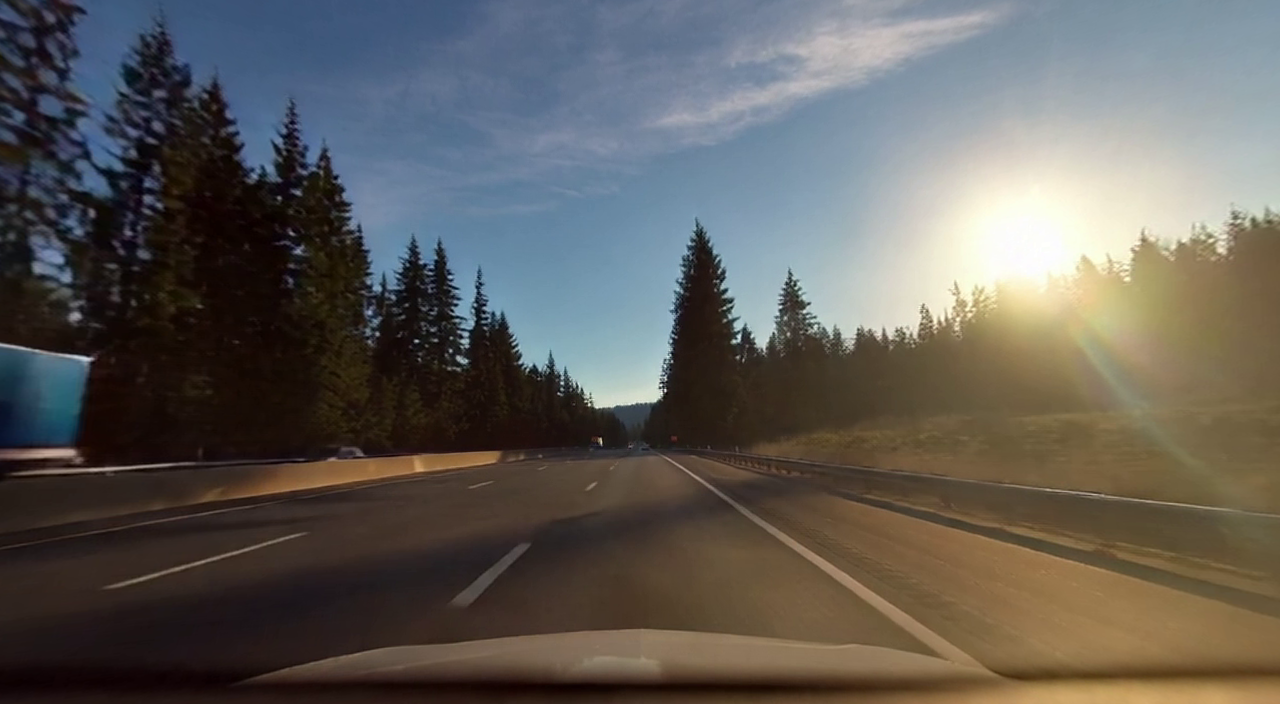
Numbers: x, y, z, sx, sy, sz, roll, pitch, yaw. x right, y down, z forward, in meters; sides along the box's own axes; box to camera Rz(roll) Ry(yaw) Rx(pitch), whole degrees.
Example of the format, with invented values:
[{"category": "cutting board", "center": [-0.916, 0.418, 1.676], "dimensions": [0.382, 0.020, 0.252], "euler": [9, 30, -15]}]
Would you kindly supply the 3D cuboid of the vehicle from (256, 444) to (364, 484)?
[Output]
[{"category": "vehicle", "center": [-13.179, 4.449, 25.510], "dimensions": [2.009, 1.454, 4.294], "euler": [0, -8, 0]}]
